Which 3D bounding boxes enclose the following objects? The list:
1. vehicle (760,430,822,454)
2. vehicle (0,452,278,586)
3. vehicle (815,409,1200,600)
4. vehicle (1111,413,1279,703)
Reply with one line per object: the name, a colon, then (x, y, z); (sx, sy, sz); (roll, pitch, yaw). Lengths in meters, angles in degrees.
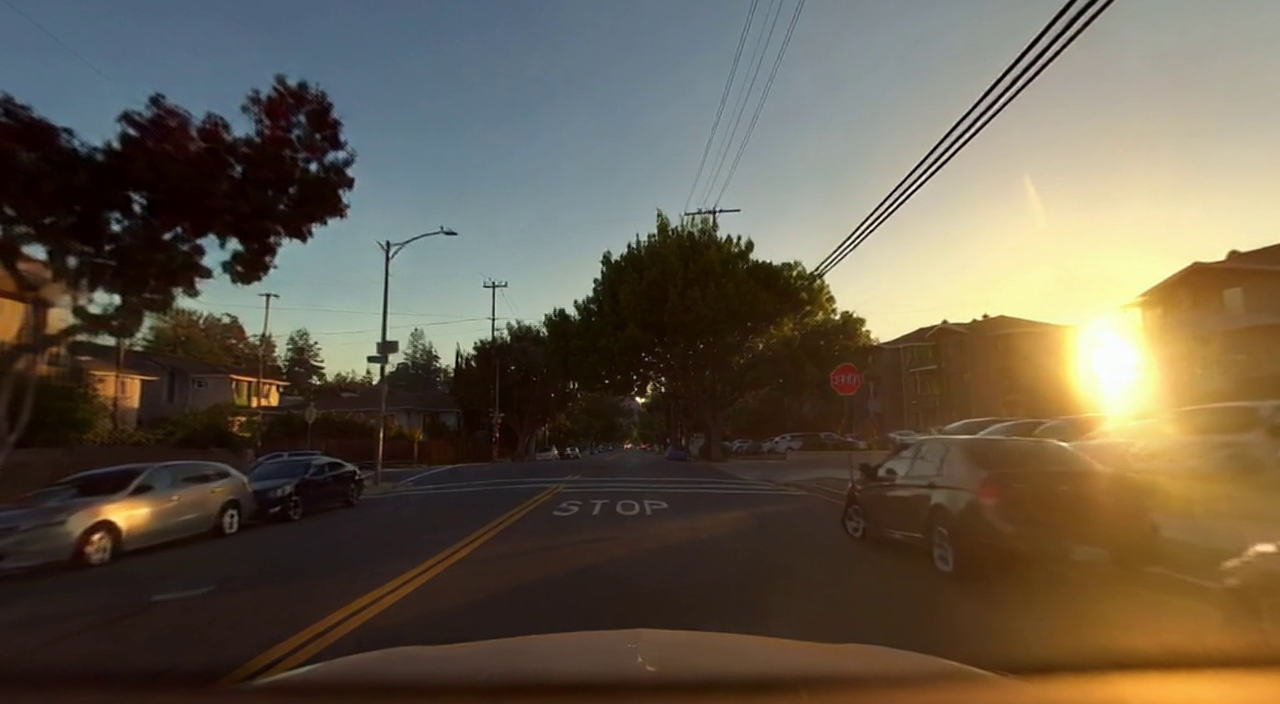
vehicle: (11.349, 6.787, 47.523); (4.509, 1.664, 1.981); (6, -10, -34)
vehicle: (-7.893, 2.329, 9.752); (1.904, 1.488, 4.600); (0, -8, 0)
vehicle: (3.731, 1.603, 7.503); (1.976, 1.614, 4.052); (0, -8, -2)
vehicle: (3.982, 0.882, 1.884); (1.846, 1.506, 4.165); (0, -8, -1)
